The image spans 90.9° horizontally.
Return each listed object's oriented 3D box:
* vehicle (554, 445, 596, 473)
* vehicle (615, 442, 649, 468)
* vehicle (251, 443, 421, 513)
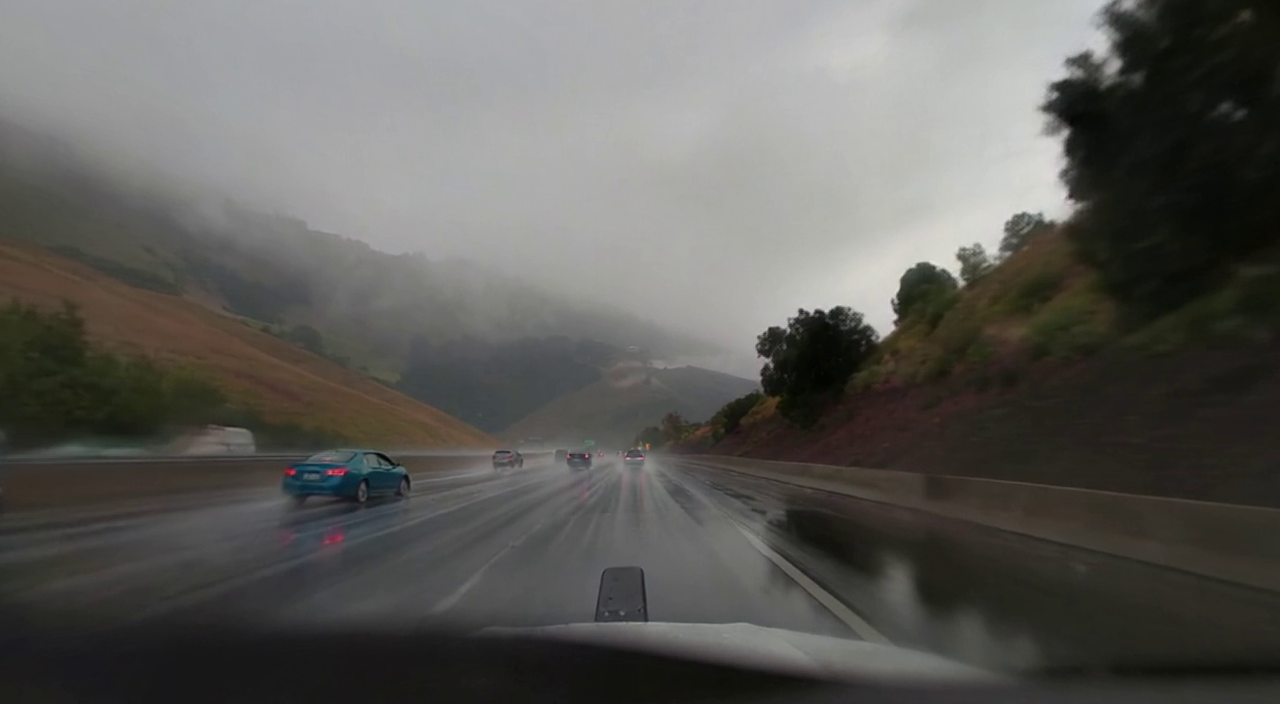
[{"bbox_3d":[-3.880,6.457,38.296,2.144,1.505,4.649,0,-8,-1],"label":"vehicle"},{"bbox_3d":[-0.594,7.076,43.458,2.225,1.674,4.044,0,-8,-2],"label":"vehicle"},{"bbox_3d":[-7.182,2.984,15.505,1.991,1.441,4.265,0,-8,1],"label":"vehicle"}]
